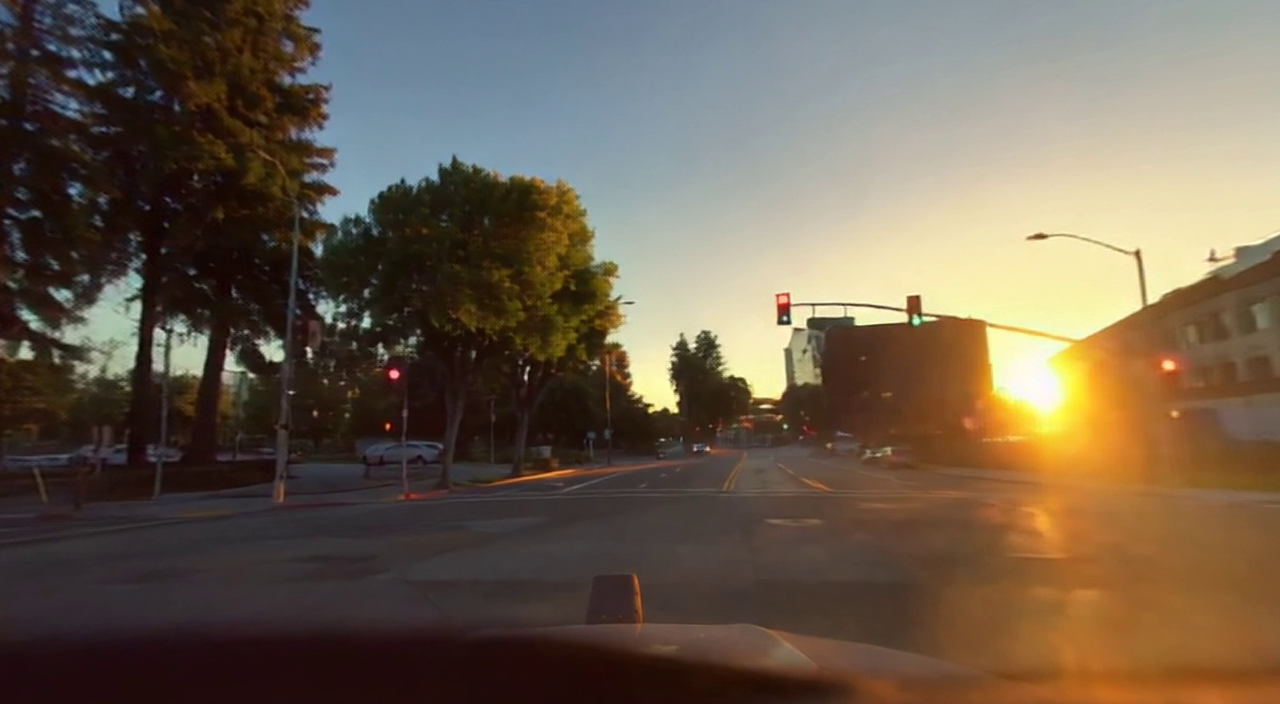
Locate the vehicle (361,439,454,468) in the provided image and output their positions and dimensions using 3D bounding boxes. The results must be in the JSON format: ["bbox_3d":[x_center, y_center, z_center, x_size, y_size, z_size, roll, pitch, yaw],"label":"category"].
[{"bbox_3d":[-13.653,5.984,37.244,4.765,1.593,1.891,-1,-9,5],"label":"vehicle"}]

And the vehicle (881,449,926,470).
[{"bbox_3d":[19.659,8.003,47.262,1.893,1.454,4.483,-2,-9,7],"label":"vehicle"}]
